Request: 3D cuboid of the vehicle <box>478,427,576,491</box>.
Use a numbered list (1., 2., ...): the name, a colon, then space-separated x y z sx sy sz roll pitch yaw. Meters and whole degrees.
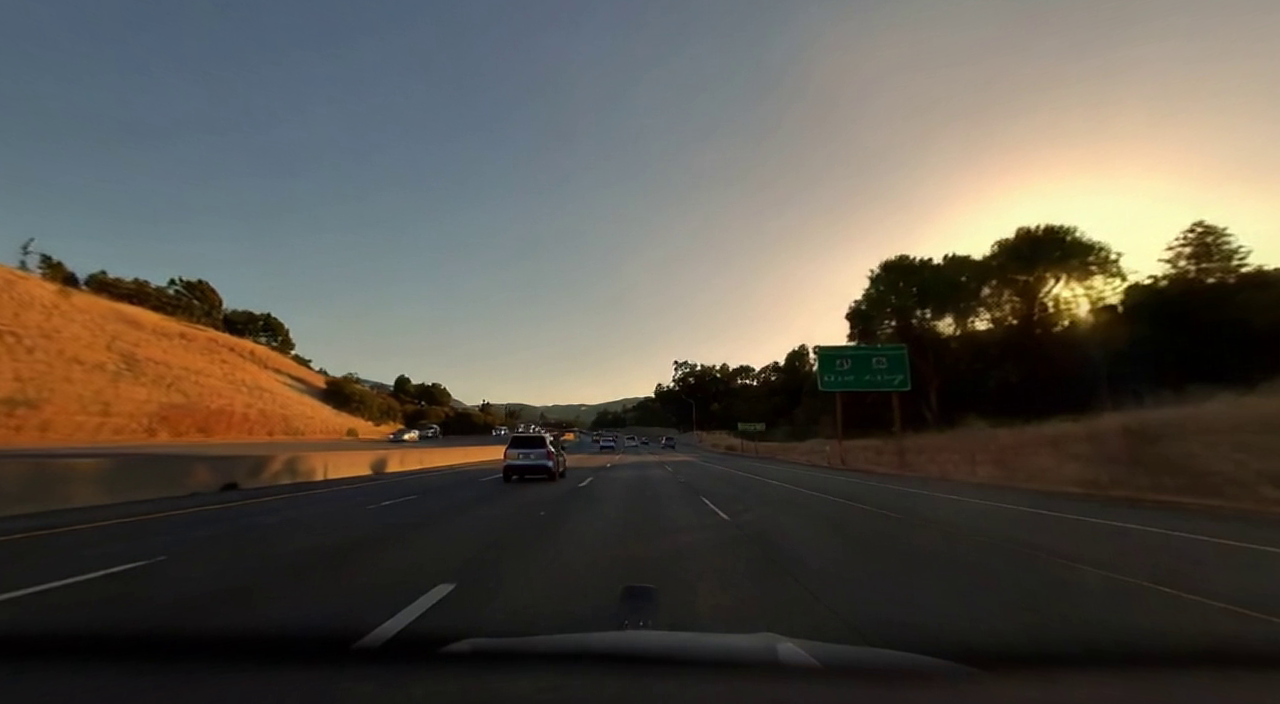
1. vehicle: -3.541 3.489 20.829 2.218 1.848 4.789 0 -9 1
